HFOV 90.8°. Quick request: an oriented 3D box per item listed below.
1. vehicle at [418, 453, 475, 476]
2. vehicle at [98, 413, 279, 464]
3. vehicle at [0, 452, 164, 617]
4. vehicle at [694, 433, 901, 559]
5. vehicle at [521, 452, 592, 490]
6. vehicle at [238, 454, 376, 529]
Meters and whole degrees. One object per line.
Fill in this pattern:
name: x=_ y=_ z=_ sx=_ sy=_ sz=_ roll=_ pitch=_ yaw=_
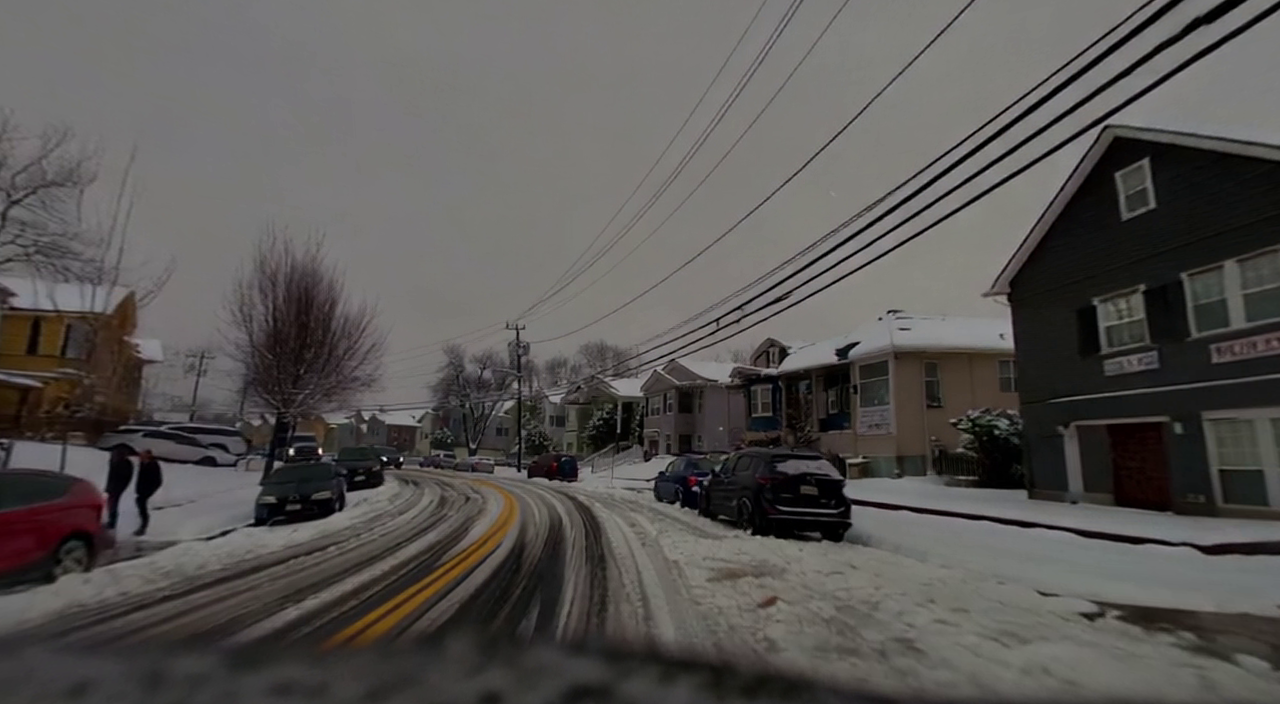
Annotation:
vehicle: x=-14.208 y=8.208 z=46.335 sx=4.568 sy=1.531 sz=1.923 roll=-8 pitch=-12 yaw=43
vehicle: x=-18.671 y=3.689 z=26.564 sx=5.822 sy=1.956 sz=2.355 roll=6 pitch=-11 yaw=-32
vehicle: x=-7.101 y=1.800 z=5.620 sx=2.154 sy=1.516 sz=4.854 roll=-7 pitch=-9 yaw=-3
vehicle: x=2.499 y=2.428 z=11.471 sx=1.974 sy=1.769 sz=4.610 roll=2 pitch=-9 yaw=-9
vehicle: x=-4.474 y=6.203 z=33.168 sx=1.994 sy=1.682 sz=4.750 roll=9 pitch=-12 yaw=-27
vehicle: x=-8.077 y=3.351 z=15.729 sx=2.003 sy=1.447 sz=3.642 roll=-2 pitch=-8 yaw=-10
